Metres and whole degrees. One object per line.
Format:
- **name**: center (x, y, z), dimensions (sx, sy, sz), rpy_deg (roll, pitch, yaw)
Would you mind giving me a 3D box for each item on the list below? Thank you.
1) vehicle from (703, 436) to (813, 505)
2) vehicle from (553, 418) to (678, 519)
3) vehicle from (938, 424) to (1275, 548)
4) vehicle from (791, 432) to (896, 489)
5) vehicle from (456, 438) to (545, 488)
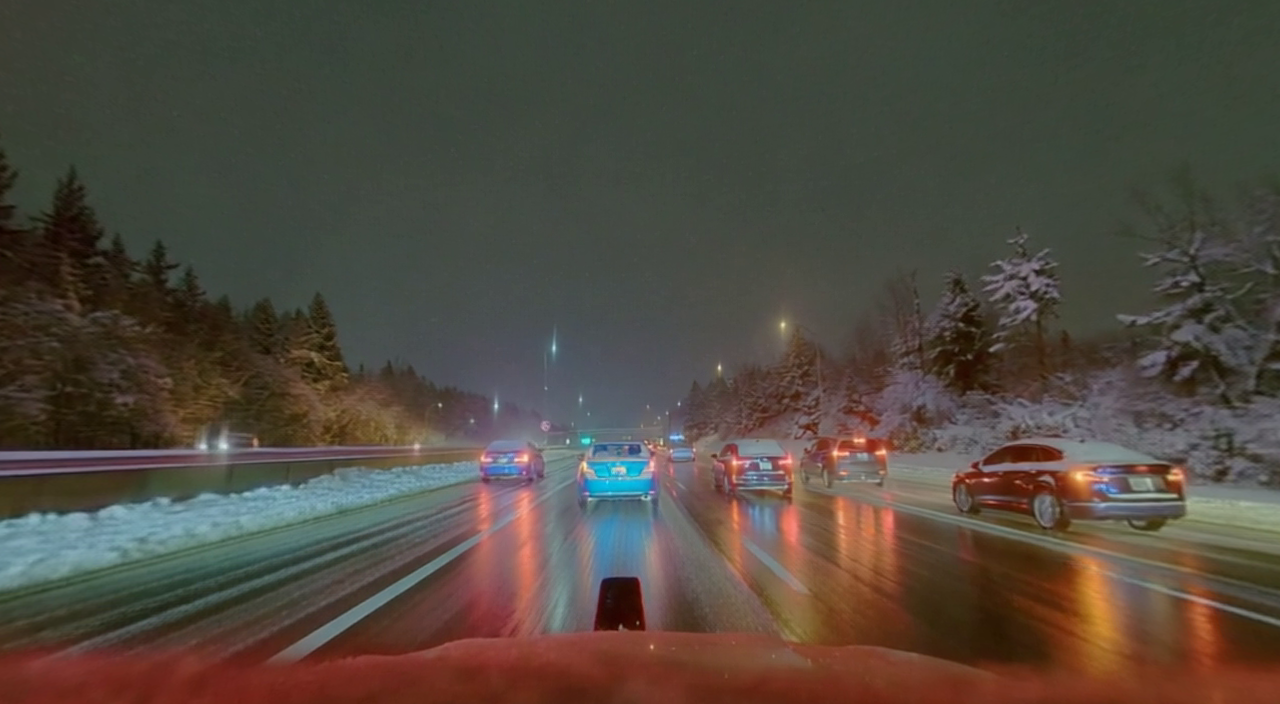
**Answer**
- **vehicle**: center (2.885, 3.002, 16.401), dimensions (1.975, 1.532, 4.227), rpy_deg (1, -9, -1)
- **vehicle**: center (-0.435, 2.334, 13.011), dimensions (2.181, 1.728, 3.970), rpy_deg (1, -9, 0)
- **vehicle**: center (7.388, 2.159, 10.837), dimensions (2.106, 1.641, 4.671), rpy_deg (1, -9, -2)
- **vehicle**: center (6.845, 3.684, 21.728), dimensions (2.022, 1.735, 4.400), rpy_deg (1, -9, -2)
- **vehicle**: center (-4.721, 3.829, 22.124), dimensions (2.071, 1.537, 4.912), rpy_deg (1, -9, -1)
